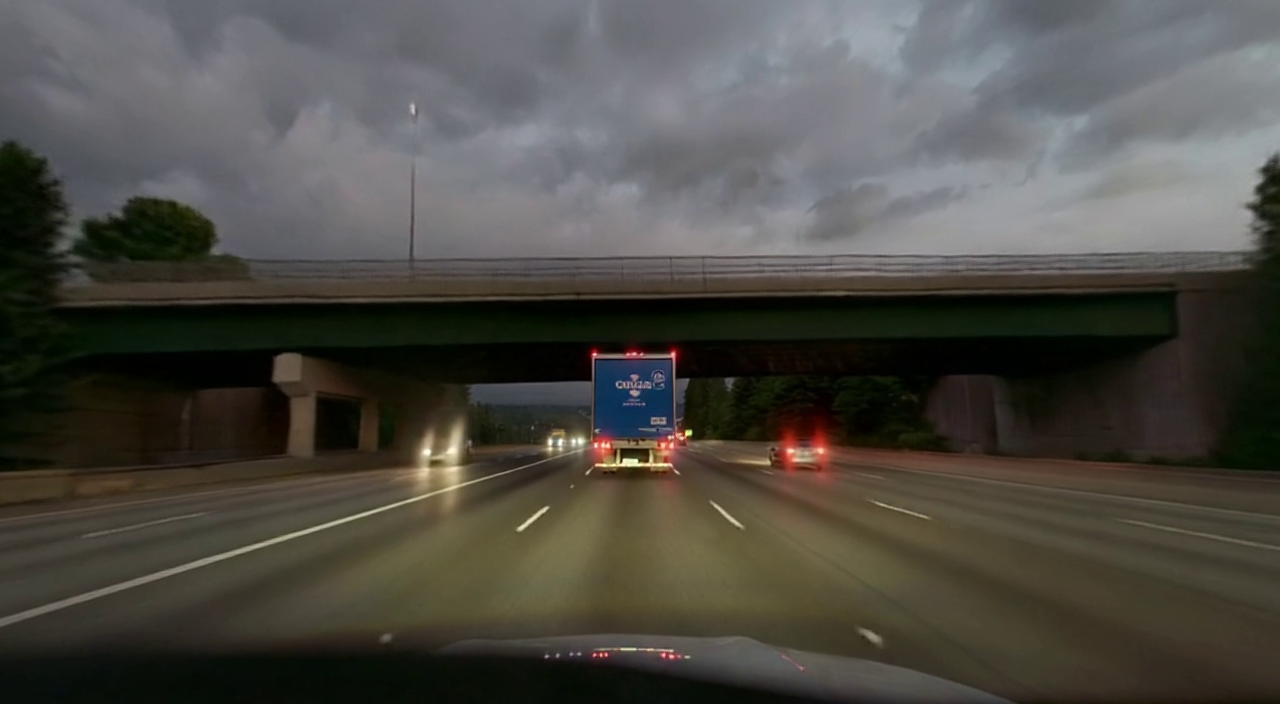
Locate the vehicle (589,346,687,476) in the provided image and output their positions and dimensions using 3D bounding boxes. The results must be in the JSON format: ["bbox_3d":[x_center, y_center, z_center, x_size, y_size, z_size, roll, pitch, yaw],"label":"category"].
[{"bbox_3d":[-0.323,2.400,23.873,2.895,3.861,10.213,0,-8,-3],"label":"vehicle"}]

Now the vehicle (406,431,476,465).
[{"bbox_3d":[-8.998,4.353,28.841,1.955,1.453,3.855,0,-8,0],"label":"vehicle"}]

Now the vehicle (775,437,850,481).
[{"bbox_3d":[7.487,4.633,27.743,2.050,1.637,4.397,3,-7,0],"label":"vehicle"}]
